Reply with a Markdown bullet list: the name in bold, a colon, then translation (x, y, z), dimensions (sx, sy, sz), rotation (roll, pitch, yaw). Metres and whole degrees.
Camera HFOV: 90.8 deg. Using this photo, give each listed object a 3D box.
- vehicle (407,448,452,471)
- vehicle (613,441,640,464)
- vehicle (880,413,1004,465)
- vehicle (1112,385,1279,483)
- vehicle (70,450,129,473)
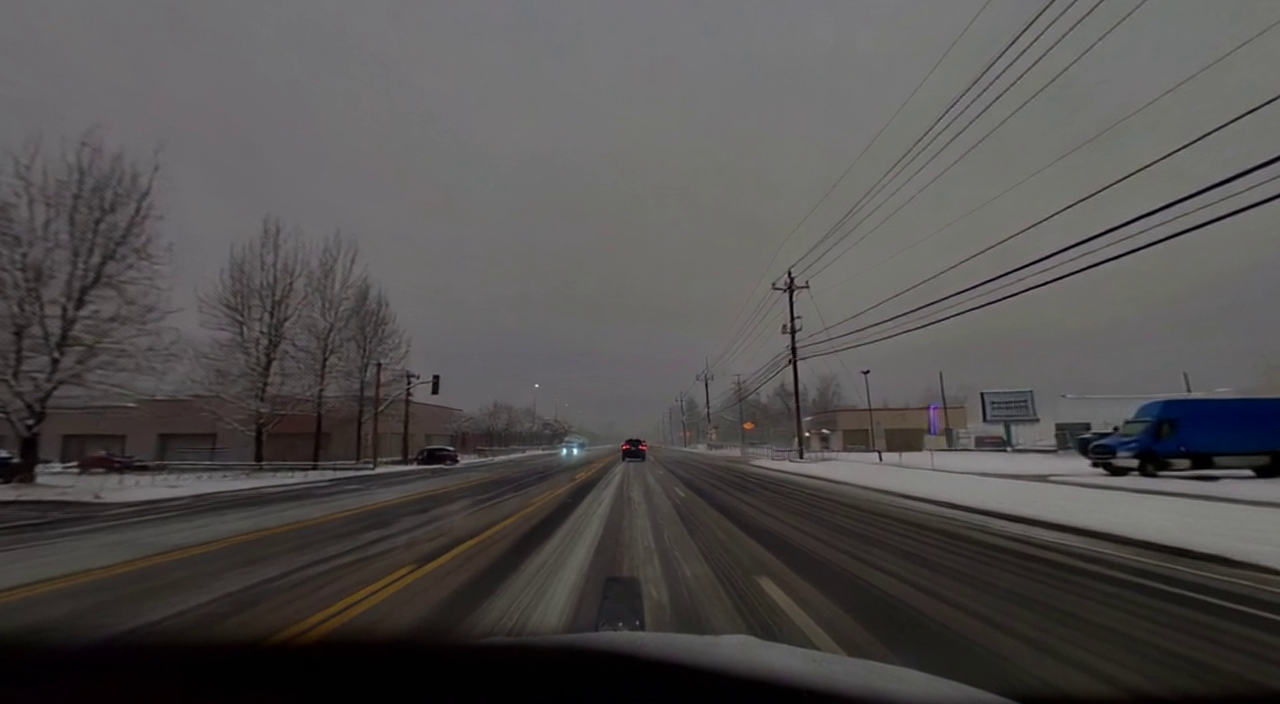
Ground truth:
- **vehicle**: translation (-16.151, 8.224, 48.621), dimensions (1.936, 1.555, 4.533), rotation (-1, -8, 0)
- **vehicle**: translation (-0.960, 7.467, 47.076), dimensions (1.937, 1.588, 3.746), rotation (0, -8, 0)
- **vehicle**: translation (22.135, 6.447, 46.604), dimensions (7.478, 3.666, 2.863), rotation (0, -8, 0)
- **vehicle**: translation (24.611, 3.304, 25.366), dimensions (8.701, 3.665, 2.906), rotation (0, -8, 1)
- **vehicle**: translation (-37.788, 7.638, 44.148), dimensions (4.343, 1.483, 1.916), rotation (-6, -10, 34)
